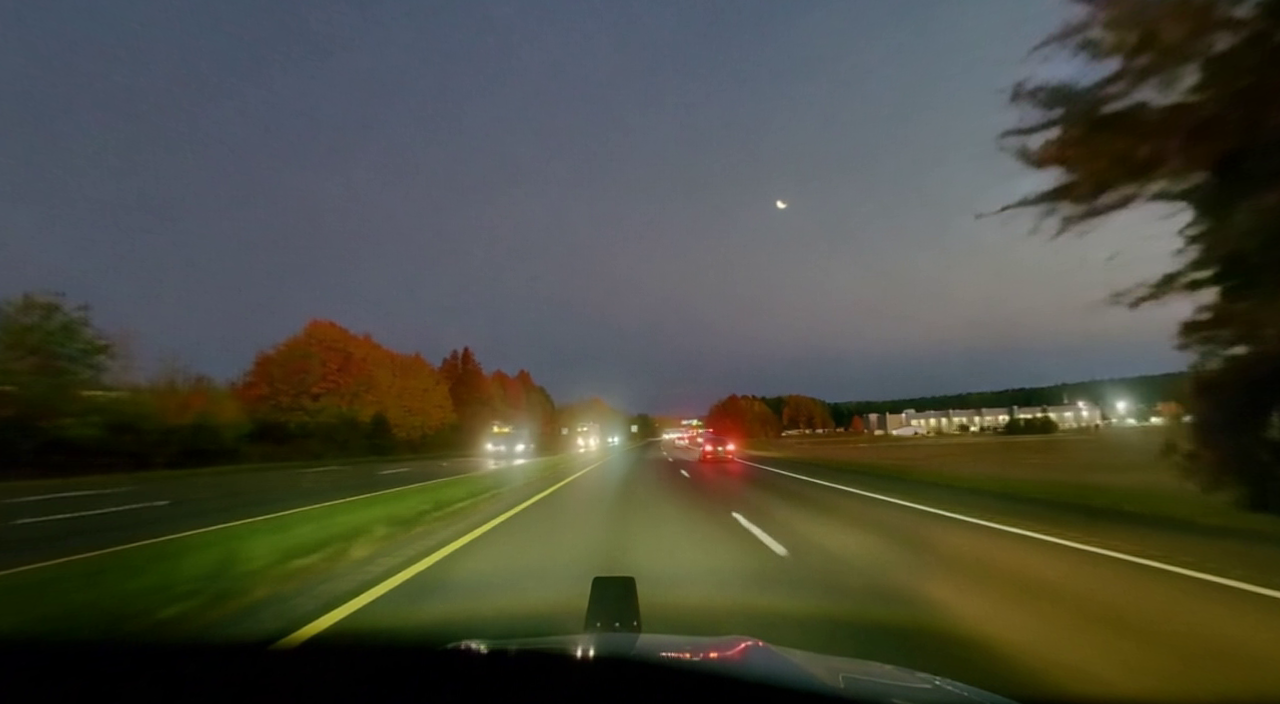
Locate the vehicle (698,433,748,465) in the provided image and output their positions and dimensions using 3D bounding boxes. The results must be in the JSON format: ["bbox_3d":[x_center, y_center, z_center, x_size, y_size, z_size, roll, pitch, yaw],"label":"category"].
[{"bbox_3d":[4.301,5.108,33.247,2.024,1.516,4.197,0,-8,-1],"label":"vehicle"}]
